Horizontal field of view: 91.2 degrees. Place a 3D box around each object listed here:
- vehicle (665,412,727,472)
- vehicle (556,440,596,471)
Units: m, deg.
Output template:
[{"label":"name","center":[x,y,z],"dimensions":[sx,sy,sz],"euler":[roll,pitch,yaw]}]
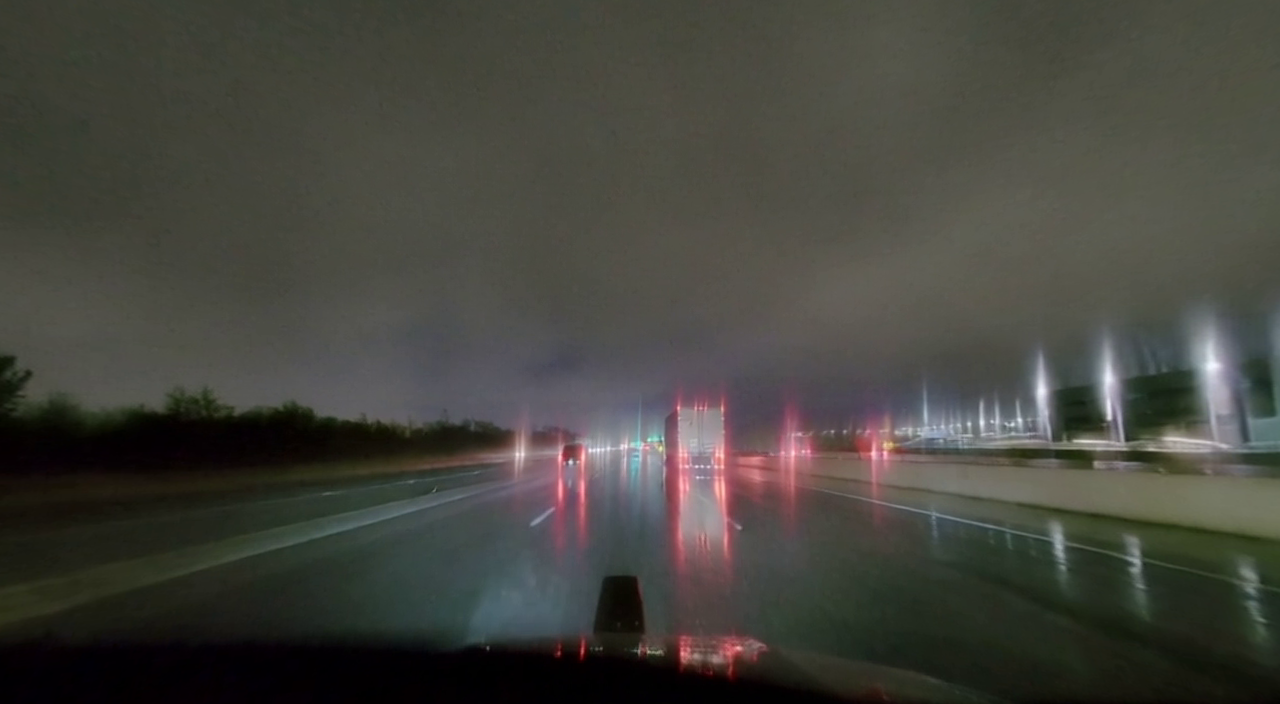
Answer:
[{"label":"vehicle","center":[3.562,6.245,43.132],"dimensions":[2.823,3.509,12.118],"euler":[0,-9,-1]},{"label":"vehicle","center":[-4.088,6.724,40.809],"dimensions":[2.173,1.857,4.800],"euler":[0,-9,-1]}]
